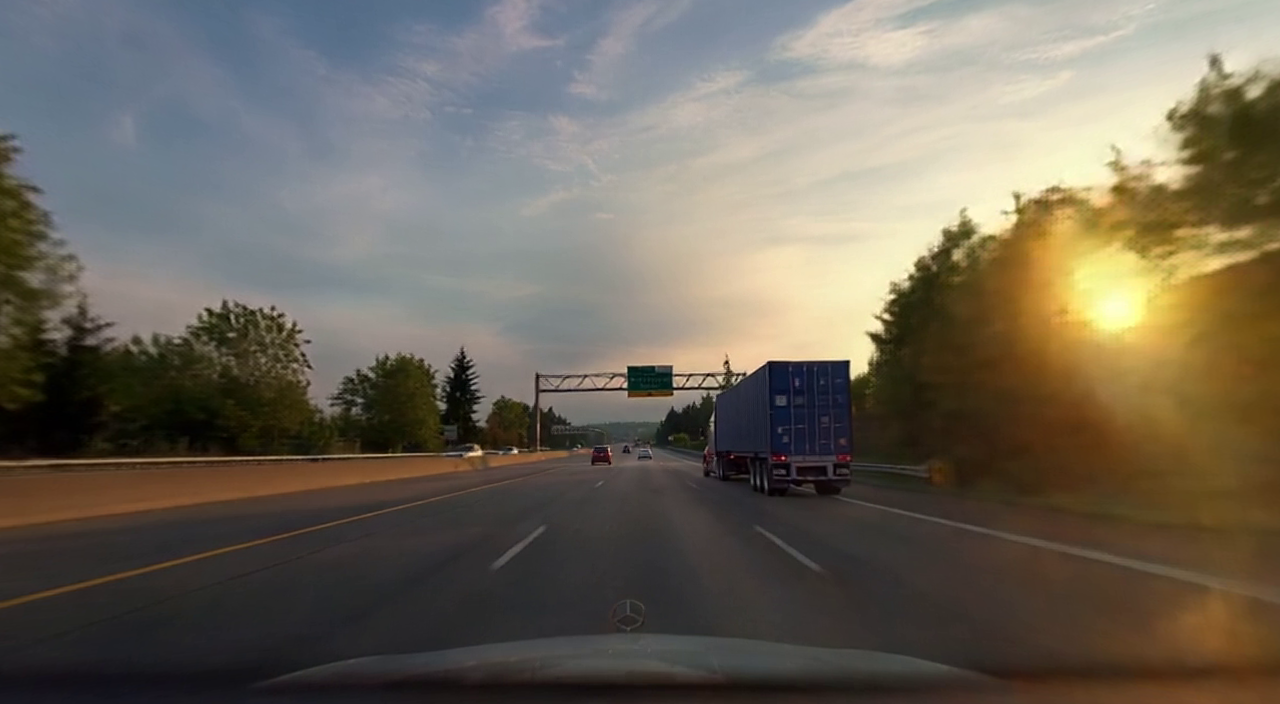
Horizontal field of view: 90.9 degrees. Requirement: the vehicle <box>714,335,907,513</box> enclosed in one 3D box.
[{"bbox_3d":[4.595,2.612,20.799,2.821,4.046,12.876,0,-9,0],"label":"vehicle"}]
